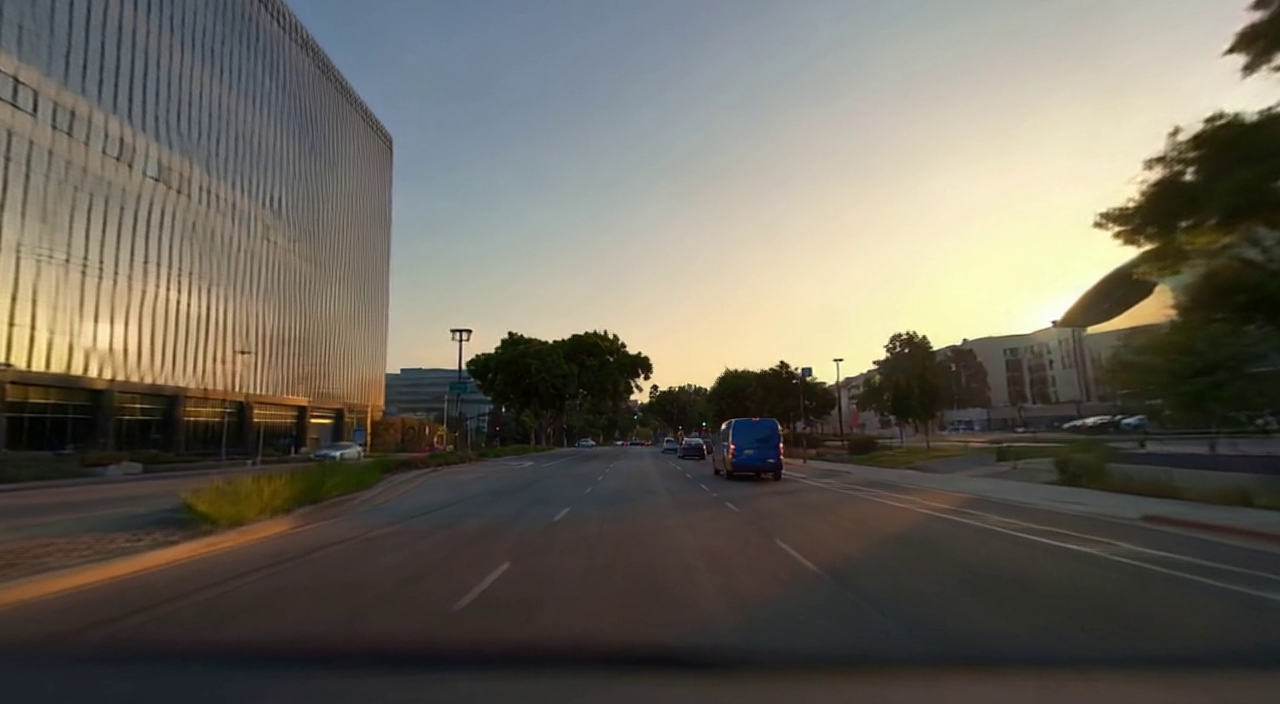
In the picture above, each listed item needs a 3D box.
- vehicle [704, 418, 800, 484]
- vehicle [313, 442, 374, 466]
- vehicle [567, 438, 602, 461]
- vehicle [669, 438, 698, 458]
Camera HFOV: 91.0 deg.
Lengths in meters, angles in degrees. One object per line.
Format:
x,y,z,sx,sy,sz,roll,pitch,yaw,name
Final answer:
3.531,3.262,20.961,2.200,1.914,5.145,0,-8,-1,vehicle
-19.906,6.842,42.444,1.836,1.512,4.493,0,-8,1,vehicle
-3.598,6.445,41.639,1.864,1.464,4.195,0,-8,1,vehicle
3.398,7.554,49.497,1.867,1.493,4.190,0,-8,-1,vehicle
